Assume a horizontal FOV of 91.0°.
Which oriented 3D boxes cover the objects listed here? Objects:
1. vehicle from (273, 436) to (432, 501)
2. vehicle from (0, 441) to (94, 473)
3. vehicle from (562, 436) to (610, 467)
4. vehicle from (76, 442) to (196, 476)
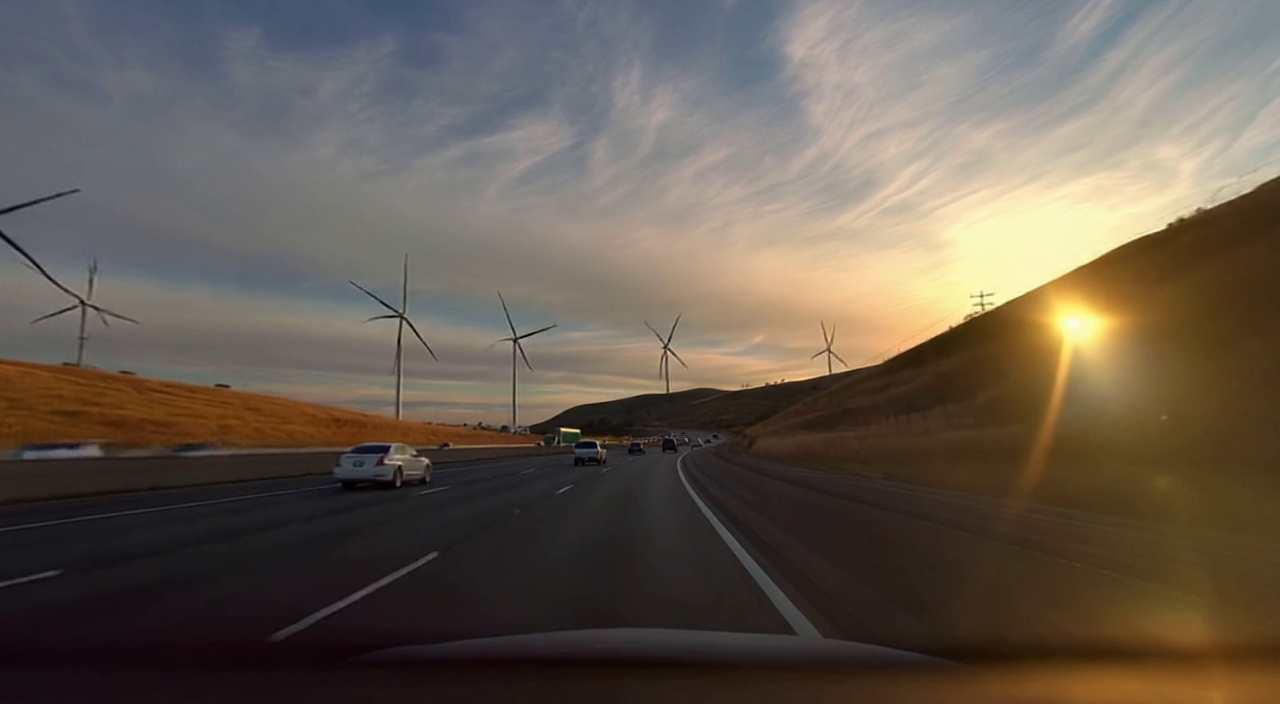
[{"bbox_3d":[-7.680,3.159,17.495,2.015,1.537,4.728,0,-9,3],"label":"vehicle"},{"bbox_3d":[-31.829,5.481,33.131,1.843,1.578,4.664,0,-9,3],"label":"vehicle"},{"bbox_3d":[-3.051,5.742,36.490,2.118,1.702,4.355,-1,-9,4],"label":"vehicle"},{"bbox_3d":[-24.441,5.198,30.791,1.871,1.501,4.593,-1,-9,3],"label":"vehicle"}]
